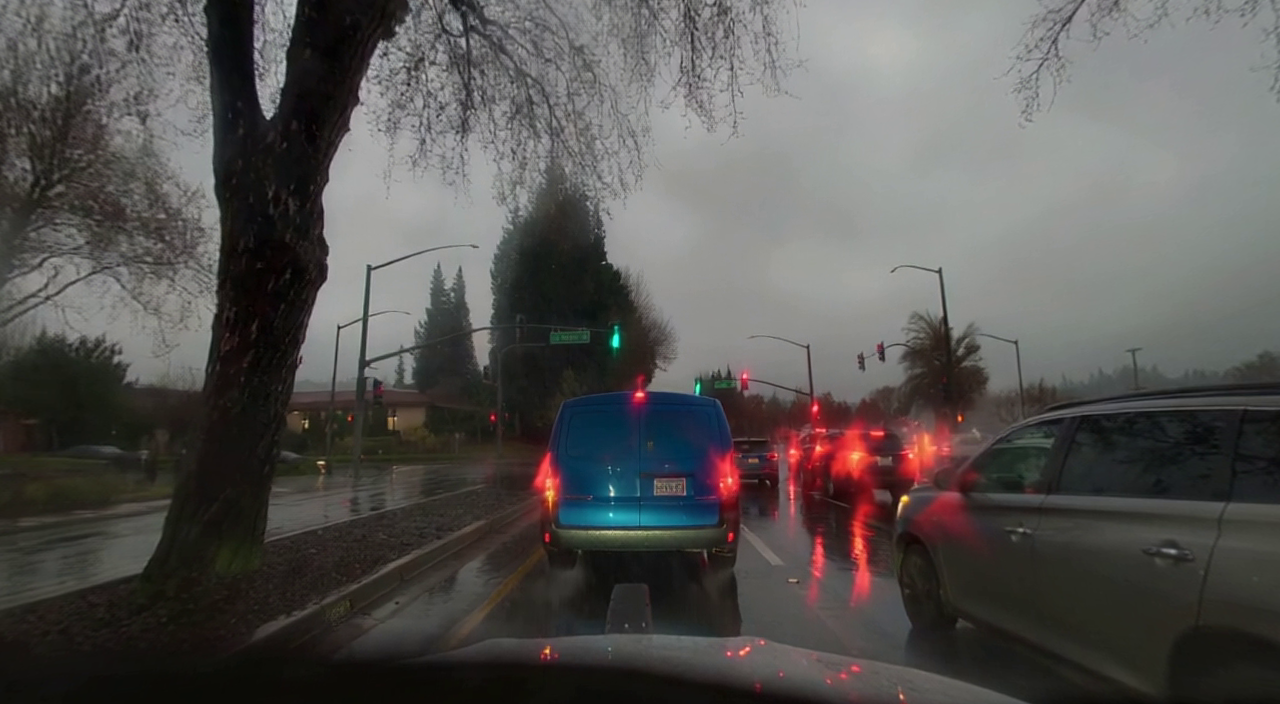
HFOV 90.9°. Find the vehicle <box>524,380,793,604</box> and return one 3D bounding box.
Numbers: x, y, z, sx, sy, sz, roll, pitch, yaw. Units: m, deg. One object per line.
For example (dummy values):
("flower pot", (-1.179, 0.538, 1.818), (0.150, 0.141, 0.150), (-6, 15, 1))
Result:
("vehicle", (0.166, 1.464, 7.425), (2.185, 1.822, 4.391), (0, -8, 0))

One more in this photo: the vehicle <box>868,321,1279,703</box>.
("vehicle", (2.901, 0.946, 3.189), (1.971, 1.663, 4.287), (0, -8, 2))
